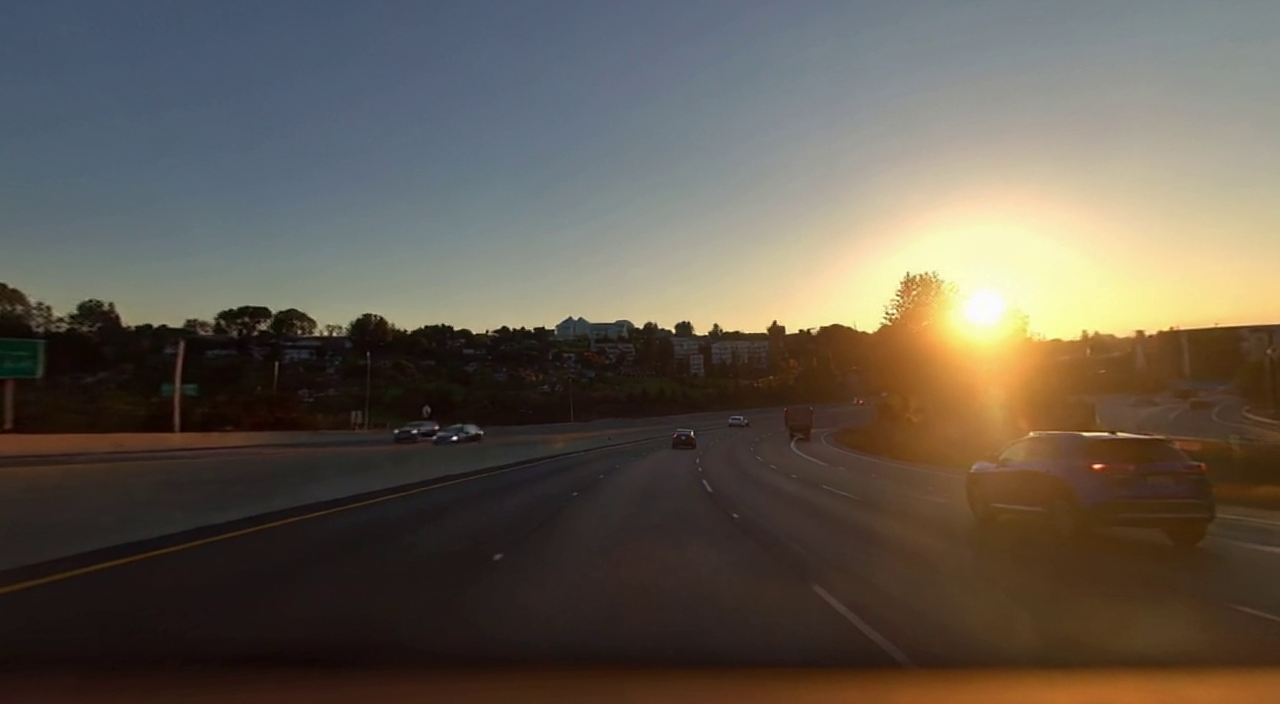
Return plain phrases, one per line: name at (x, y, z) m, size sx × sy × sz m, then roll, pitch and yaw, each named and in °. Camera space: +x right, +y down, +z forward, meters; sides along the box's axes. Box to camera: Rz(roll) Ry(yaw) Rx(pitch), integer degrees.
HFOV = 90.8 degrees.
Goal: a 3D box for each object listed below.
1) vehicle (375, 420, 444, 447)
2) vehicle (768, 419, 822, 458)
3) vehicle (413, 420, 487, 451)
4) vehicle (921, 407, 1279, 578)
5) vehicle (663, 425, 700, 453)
vehicle at (-13.506, 4.879, 37.369) m, size 2.030 × 1.457 × 4.365 m, roll -1°, pitch -9°, yaw 6°
vehicle at (9.622, 5.509, 39.811) m, size 2.526 × 2.230 × 6.190 m, roll 0°, pitch -9°, yaw 7°
vehicle at (-10.257, 4.607, 34.565) m, size 2.179 × 1.522 × 4.505 m, roll -1°, pitch -9°, yaw 7°
vehicle at (5.685, 1.706, 8.451) m, size 2.097 × 1.659 × 4.320 m, roll 0°, pitch -9°, yaw 4°
vehicle at (2.874, 5.938, 42.939) m, size 2.181 × 1.768 × 4.383 m, roll -1°, pitch -9°, yaw 9°
